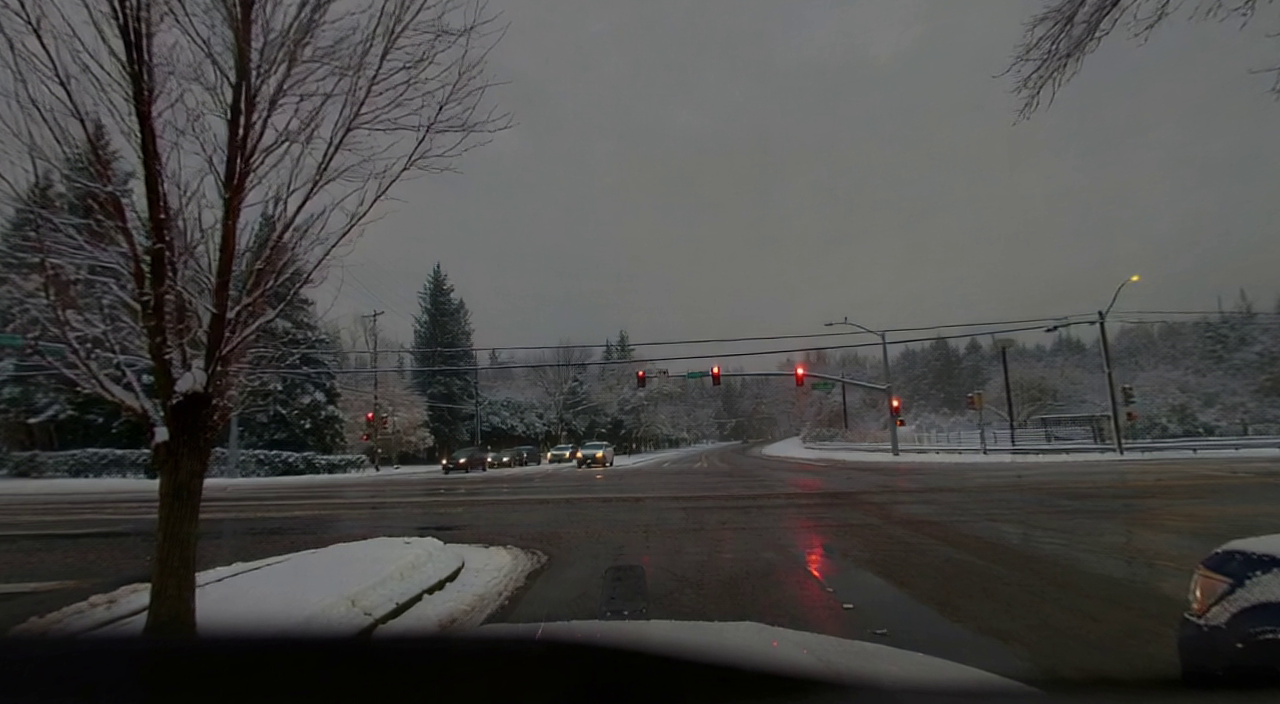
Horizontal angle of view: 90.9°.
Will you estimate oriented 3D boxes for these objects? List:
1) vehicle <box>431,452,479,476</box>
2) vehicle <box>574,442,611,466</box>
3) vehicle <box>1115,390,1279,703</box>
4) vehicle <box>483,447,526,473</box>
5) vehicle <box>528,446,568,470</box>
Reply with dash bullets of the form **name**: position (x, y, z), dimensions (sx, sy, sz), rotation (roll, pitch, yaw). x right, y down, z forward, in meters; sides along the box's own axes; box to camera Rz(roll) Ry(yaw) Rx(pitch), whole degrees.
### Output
- **vehicle**: position (-13.417, 8.114, 45.987), dimensions (2.101, 1.637, 4.304), rotation (0, -9, 1)
- **vehicle**: position (-3.515, 7.723, 47.734), dimensions (2.215, 1.732, 4.684), rotation (-1, -9, 3)
- **vehicle**: position (3.057, 0.618, 0.434), dimensions (1.978, 1.468, 4.544), rotation (0, -9, 1)
- **vehicle**: position (-9.805, 7.836, 45.941), dimensions (2.064, 1.725, 4.243), rotation (0, -9, 1)
- **vehicle**: position (-6.572, 7.604, 45.495), dimensions (2.126, 1.657, 4.307), rotation (0, -9, 2)
